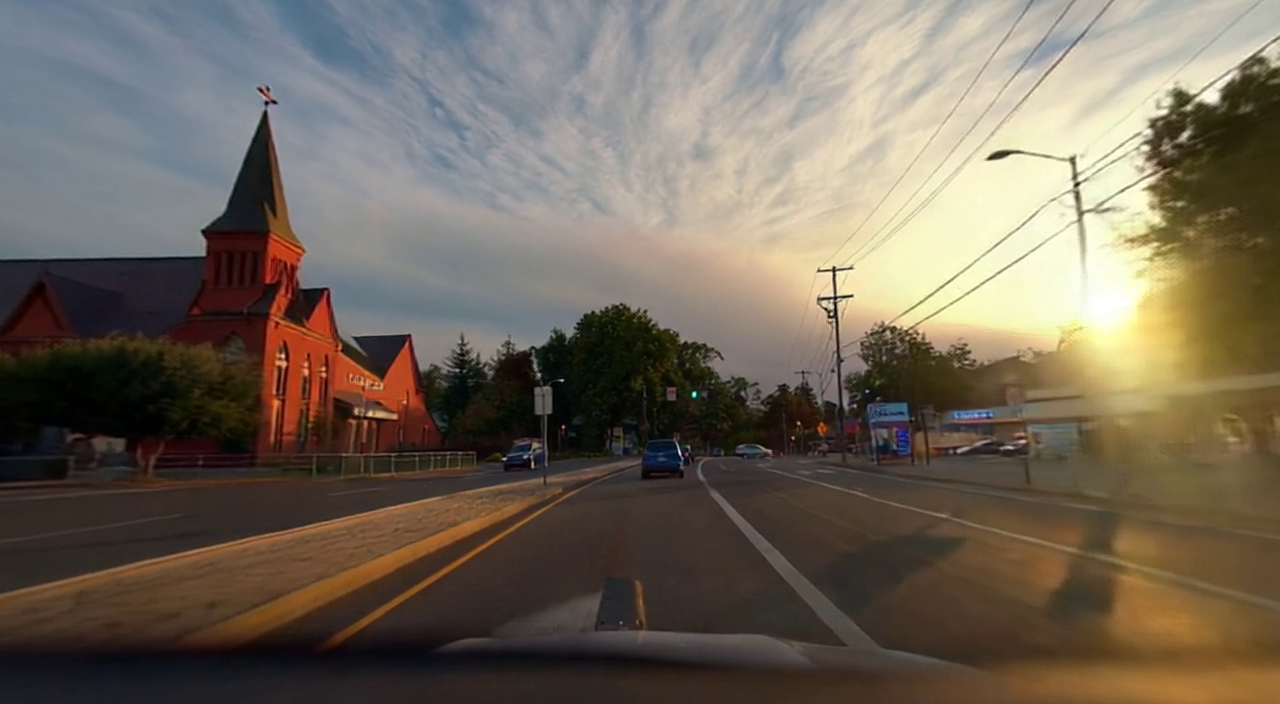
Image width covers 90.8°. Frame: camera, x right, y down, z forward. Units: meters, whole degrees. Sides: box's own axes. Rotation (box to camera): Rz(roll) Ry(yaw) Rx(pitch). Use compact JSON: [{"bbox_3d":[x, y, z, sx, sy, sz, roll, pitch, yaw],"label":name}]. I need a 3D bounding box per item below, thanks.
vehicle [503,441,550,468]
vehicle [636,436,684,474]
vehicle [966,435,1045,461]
[{"bbox_3d":[-8.496,7.720,47.663,2.159,1.850,4.944,-1,-9,6],"label":"vehicle"},{"bbox_3d":[0.968,4.747,29.226,2.032,1.621,4.082,-1,-9,3],"label":"vehicle"},{"bbox_3d":[26.455,6.939,45.796,4.510,1.733,2.066,0,-8,-8],"label":"vehicle"}]
